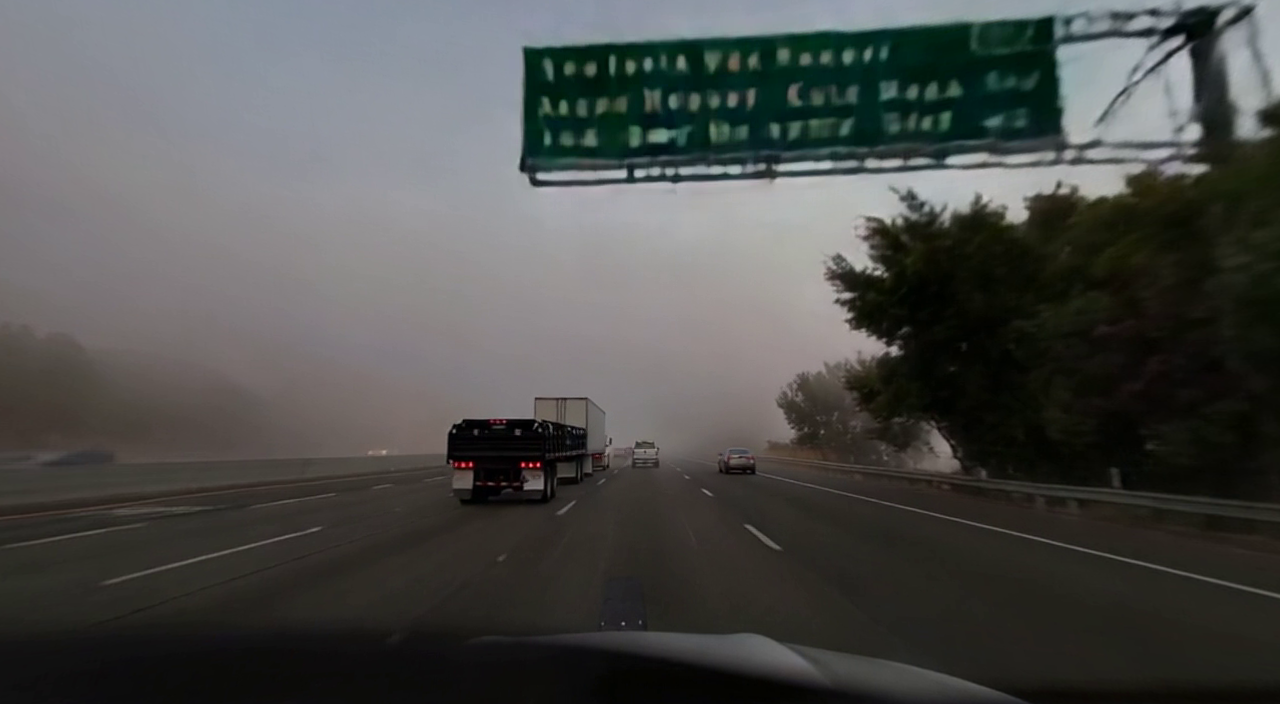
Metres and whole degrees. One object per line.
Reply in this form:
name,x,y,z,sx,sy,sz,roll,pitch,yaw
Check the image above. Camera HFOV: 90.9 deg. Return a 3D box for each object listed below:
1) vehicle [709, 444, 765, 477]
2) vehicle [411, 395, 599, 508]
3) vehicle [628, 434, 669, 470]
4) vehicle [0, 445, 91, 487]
vehicle,4.589,5.201,30.586,1.993,1.474,4.230,0,-8,-1
vehicle,-3.414,3.366,21.782,2.854,2.379,16.653,0,-9,0
vehicle,0.521,6.125,38.637,2.309,2.023,5.130,0,-8,1
vehicle,-24.422,4.407,24.565,1.839,1.498,4.622,0,-8,1
